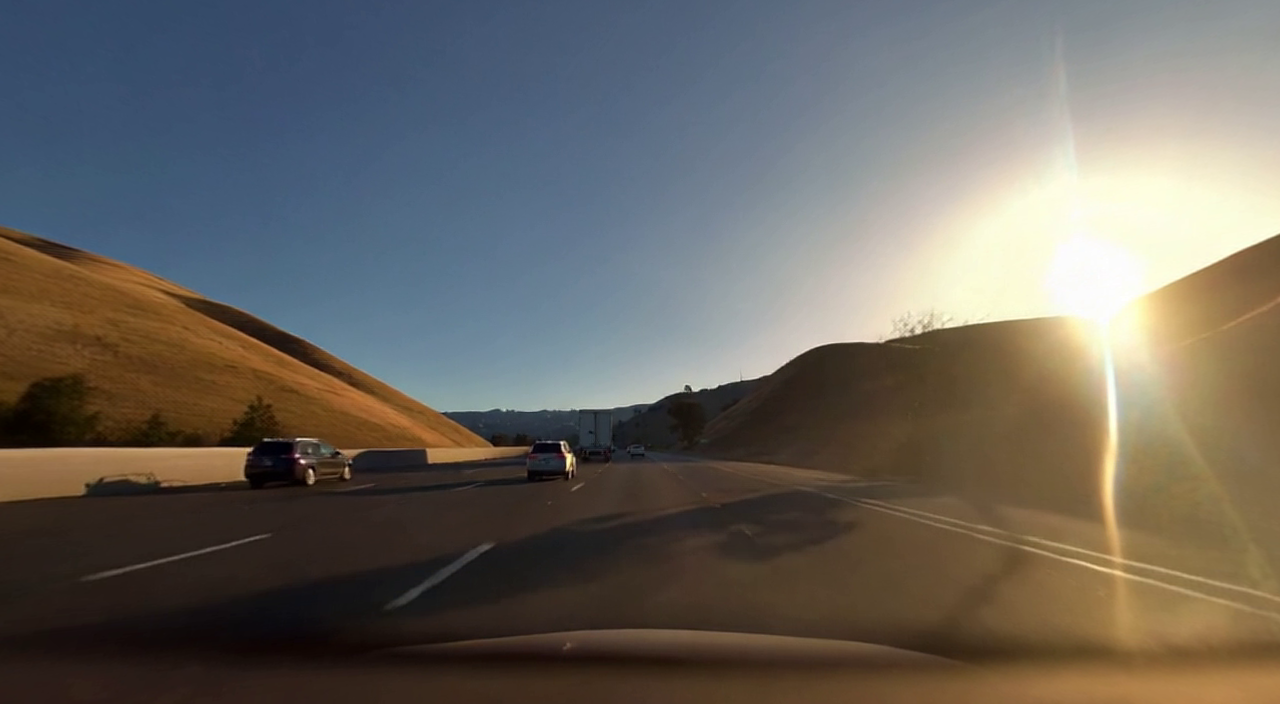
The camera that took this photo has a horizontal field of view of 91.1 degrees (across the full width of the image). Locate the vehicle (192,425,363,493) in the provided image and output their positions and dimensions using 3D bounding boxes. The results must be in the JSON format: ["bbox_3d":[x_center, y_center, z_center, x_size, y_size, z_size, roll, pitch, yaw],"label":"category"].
[{"bbox_3d":[-11.114,3.323,19.922,2.130,1.828,5.523,0,-8,0],"label":"vehicle"}]

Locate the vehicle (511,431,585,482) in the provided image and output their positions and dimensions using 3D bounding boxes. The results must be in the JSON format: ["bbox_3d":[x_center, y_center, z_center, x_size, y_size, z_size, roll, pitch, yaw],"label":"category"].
[{"bbox_3d":[-3.413,3.985,24.187,2.099,1.734,4.413,0,-8,1],"label":"vehicle"}]
